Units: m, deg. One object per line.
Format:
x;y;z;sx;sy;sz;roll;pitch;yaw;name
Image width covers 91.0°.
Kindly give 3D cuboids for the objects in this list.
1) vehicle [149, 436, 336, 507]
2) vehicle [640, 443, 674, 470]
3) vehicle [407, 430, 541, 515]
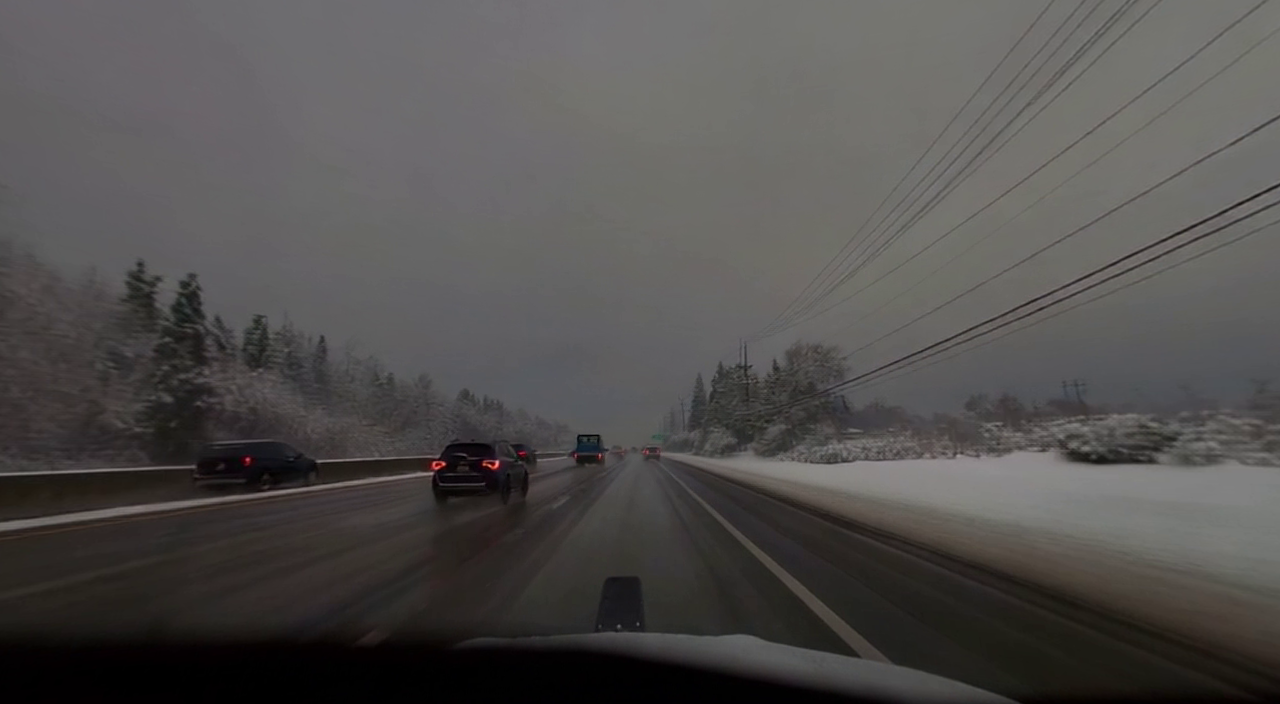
-11.015;3.328;18.049;2.097;1.722;4.981;0;-9;0;vehicle
1.106;6.752;40.833;2.038;1.677;4.219;0;-9;2;vehicle
-3.674;2.750;14.801;1.976;1.688;4.124;0;-9;1;vehicle
